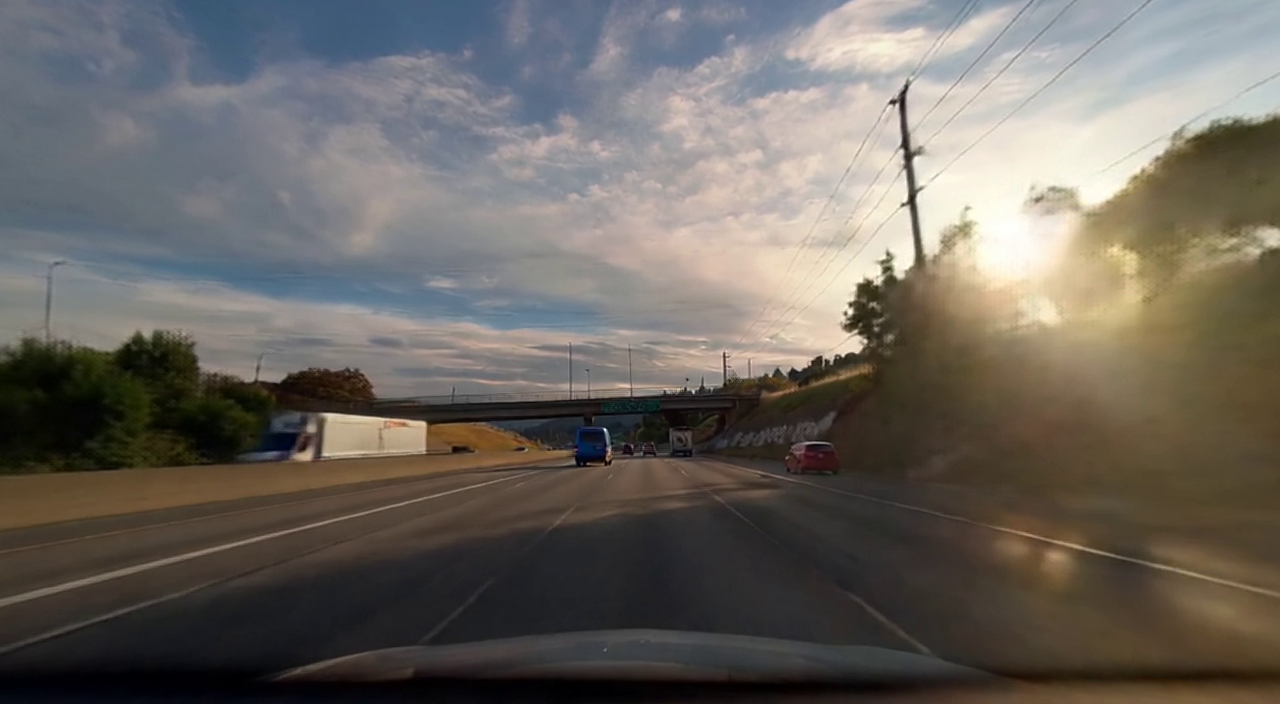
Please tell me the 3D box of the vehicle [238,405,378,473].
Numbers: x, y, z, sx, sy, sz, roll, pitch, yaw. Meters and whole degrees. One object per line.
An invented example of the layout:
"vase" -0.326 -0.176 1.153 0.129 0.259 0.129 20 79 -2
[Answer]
"vehicle" -19.724 5.412 38.523 2.959 3.603 10.096 0 -9 1

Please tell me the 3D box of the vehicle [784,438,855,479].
"vehicle" 7.960 4.746 28.294 1.936 1.664 4.198 0 -9 0

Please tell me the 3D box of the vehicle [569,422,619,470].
"vehicle" -2.605 5.562 37.207 2.451 2.627 5.868 0 -9 1
